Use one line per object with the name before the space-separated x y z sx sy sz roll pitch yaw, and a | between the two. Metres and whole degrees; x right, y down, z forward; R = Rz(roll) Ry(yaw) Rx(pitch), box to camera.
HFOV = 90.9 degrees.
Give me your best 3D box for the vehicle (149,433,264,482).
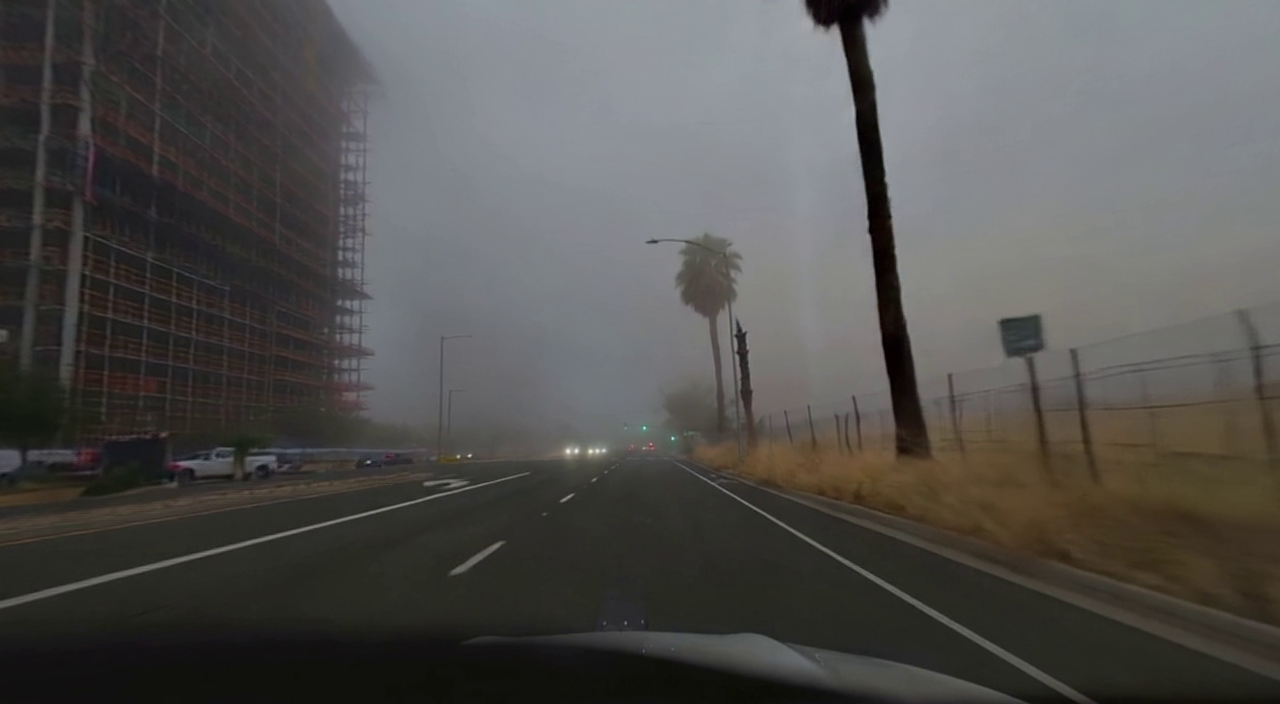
vehicle | -26.694 6.430 38.776 6.454 2.718 3.175 -5 -10 30
